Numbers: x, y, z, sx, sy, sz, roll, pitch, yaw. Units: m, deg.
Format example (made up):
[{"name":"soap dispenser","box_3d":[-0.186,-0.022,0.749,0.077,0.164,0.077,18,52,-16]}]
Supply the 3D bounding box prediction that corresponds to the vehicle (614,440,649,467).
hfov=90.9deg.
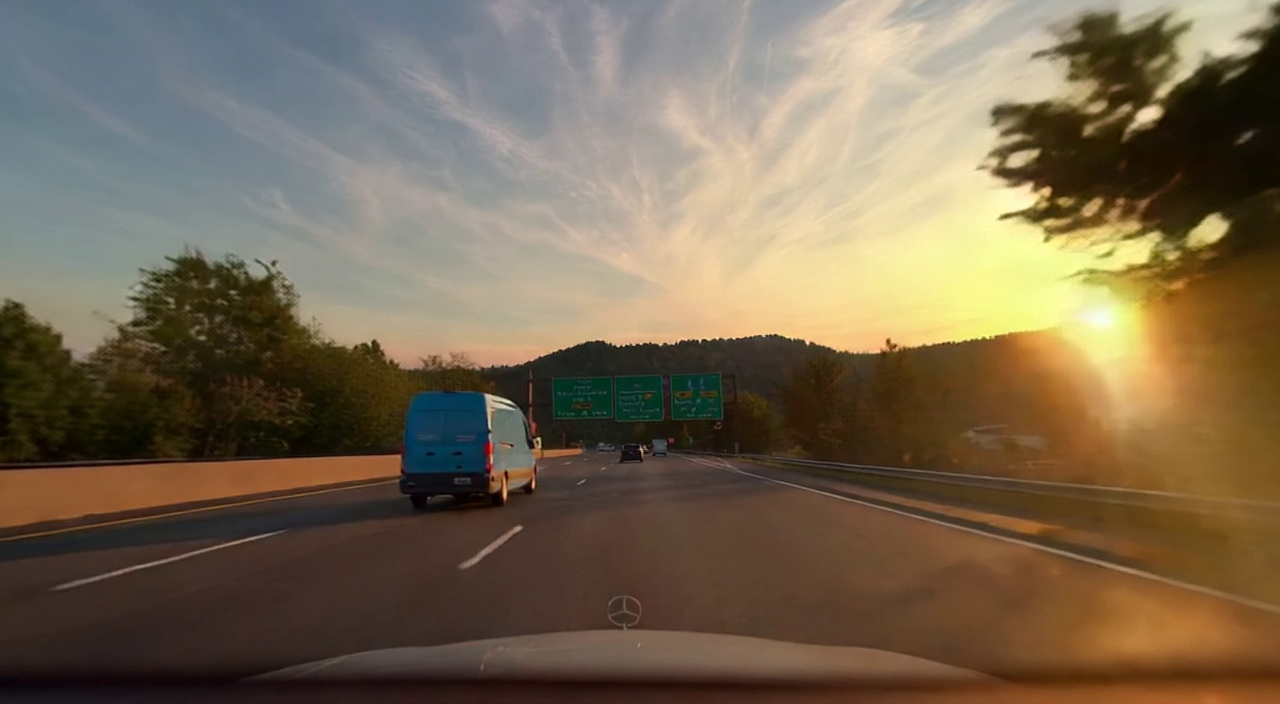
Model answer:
[{"name":"vehicle","box_3d":[-0.532,6.671,41.371,2.183,1.662,3.968,0,-9,0]}]

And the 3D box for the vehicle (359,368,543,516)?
[{"name":"vehicle","box_3d":[-3.942,2.100,14.695,2.382,2.736,5.982,0,-9,0]}]
